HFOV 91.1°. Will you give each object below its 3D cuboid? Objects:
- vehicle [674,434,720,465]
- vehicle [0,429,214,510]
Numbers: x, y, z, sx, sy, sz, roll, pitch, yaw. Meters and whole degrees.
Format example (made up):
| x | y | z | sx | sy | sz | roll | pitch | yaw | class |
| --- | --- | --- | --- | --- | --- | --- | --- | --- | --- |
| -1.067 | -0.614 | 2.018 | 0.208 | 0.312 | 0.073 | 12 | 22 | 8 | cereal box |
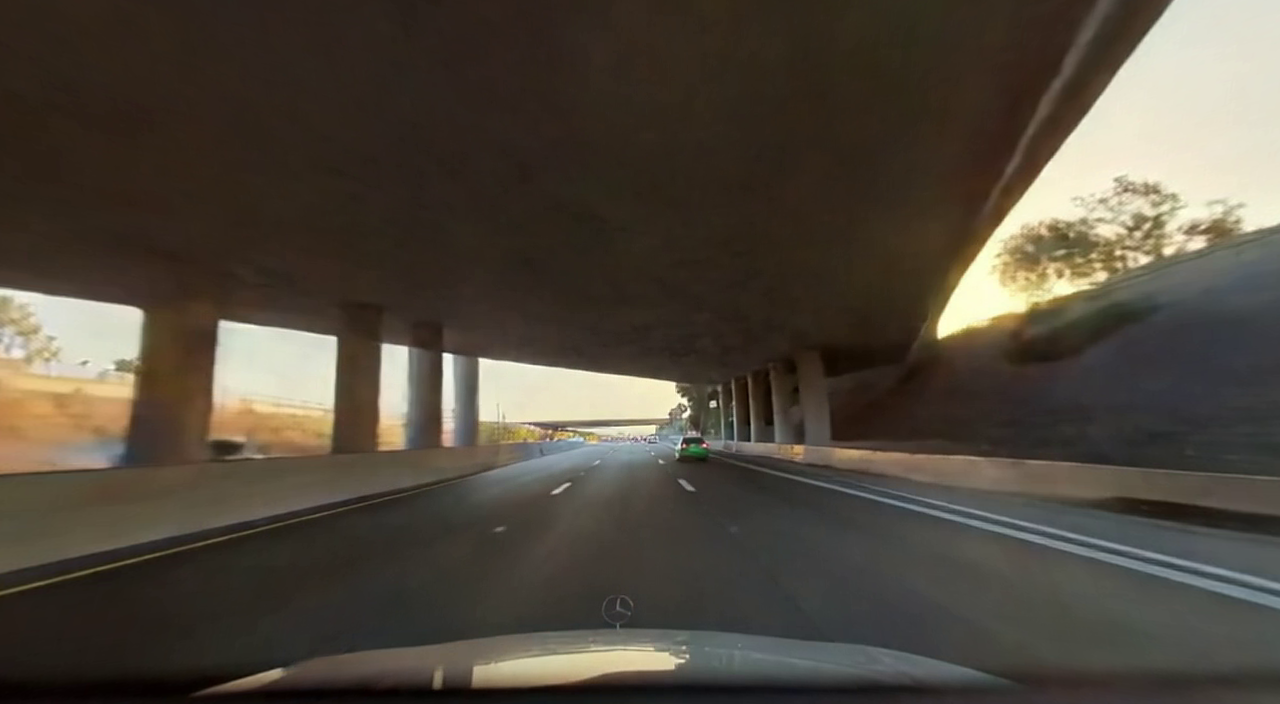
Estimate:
| x | y | z | sx | sy | sz | roll | pitch | yaw | class |
| --- | --- | --- | --- | --- | --- | --- | --- | --- | --- |
| 2.815 | 4.918 | 31.940 | 1.946 | 1.481 | 3.969 | 0 | -8 | -1 | vehicle |
| -12.292 | 2.578 | 14.421 | 1.949 | 1.556 | 4.350 | 0 | -8 | 0 | vehicle |
